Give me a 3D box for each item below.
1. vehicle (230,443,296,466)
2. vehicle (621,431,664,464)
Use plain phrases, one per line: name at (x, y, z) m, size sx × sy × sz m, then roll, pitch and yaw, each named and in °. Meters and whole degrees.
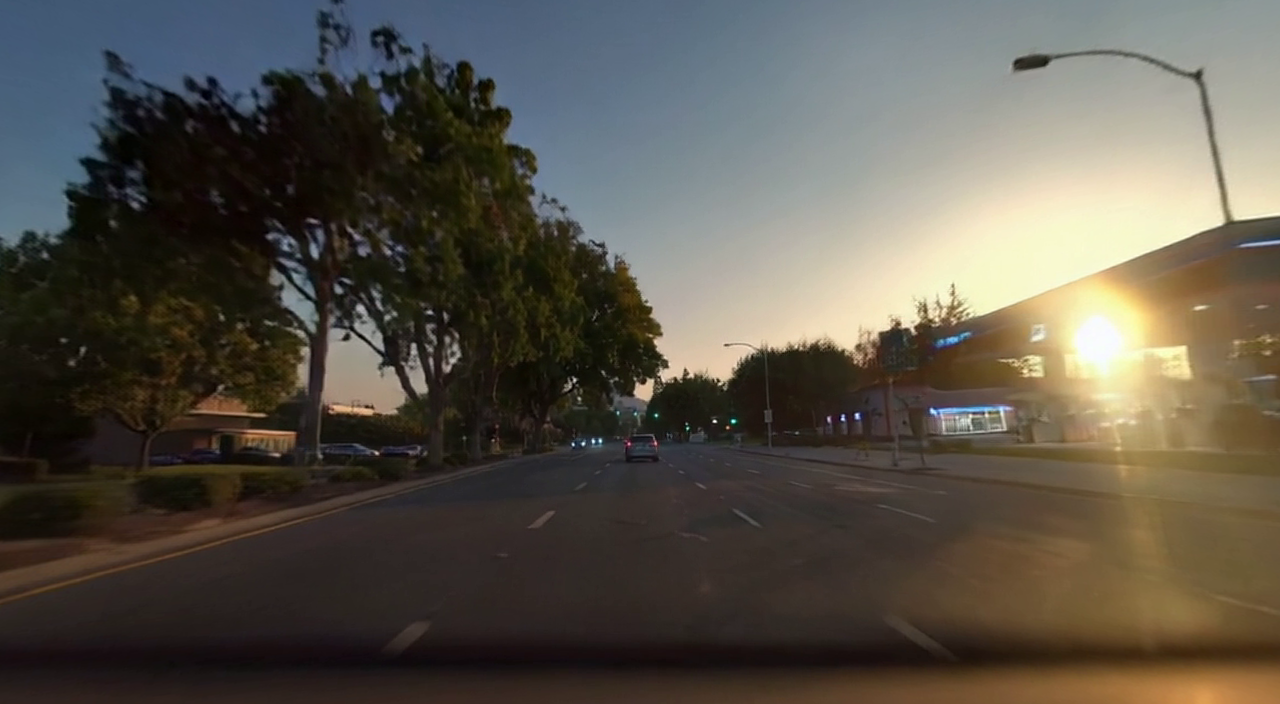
vehicle at (-28.679, 7.783, 47.856) m, size 4.749 × 1.666 × 1.859 m, roll -4°, pitch -9°, yaw 25°
vehicle at (0.108, 5.327, 35.136) m, size 2.213 × 1.715 × 4.242 m, roll 0°, pitch -8°, yaw 0°
